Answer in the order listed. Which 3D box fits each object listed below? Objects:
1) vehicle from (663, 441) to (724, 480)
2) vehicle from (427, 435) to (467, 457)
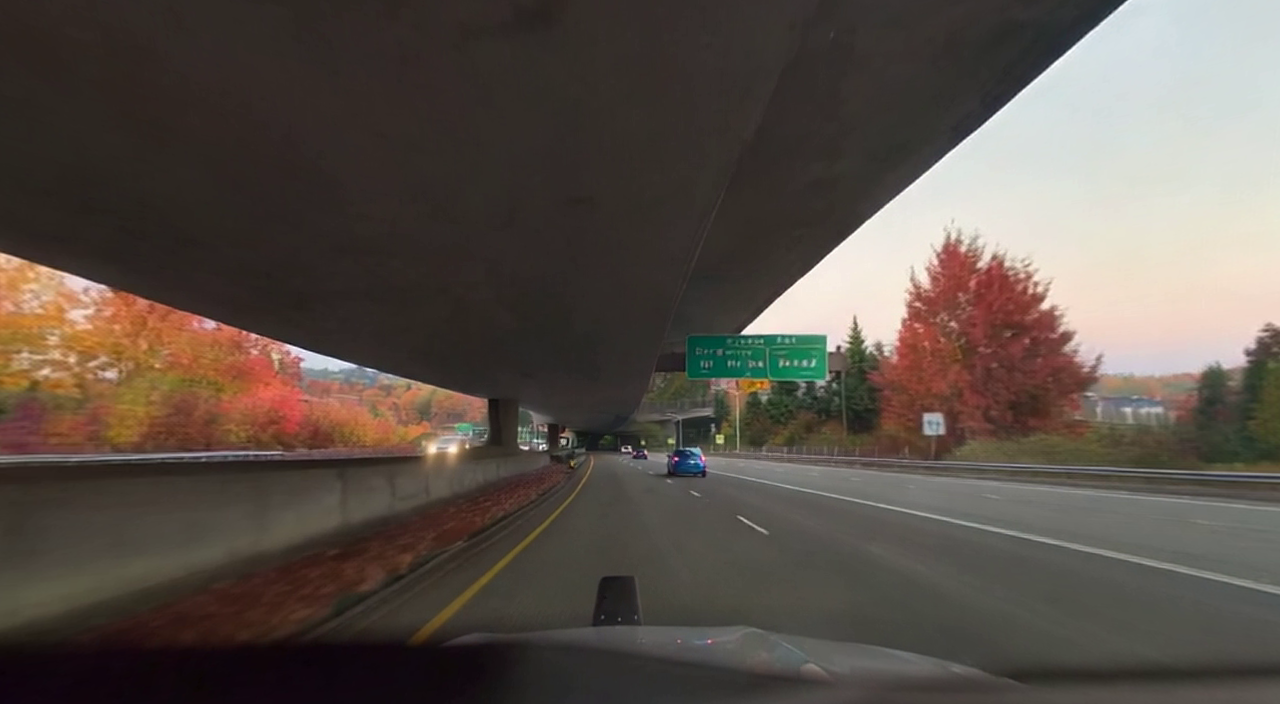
[{"bbox_3d":[2.356,4.972,28.840,2.337,1.633,4.222,-1,-9,-2],"label":"vehicle"},{"bbox_3d":[-14.879,7.304,48.478,1.921,1.550,4.249,-1,-9,-2],"label":"vehicle"}]
